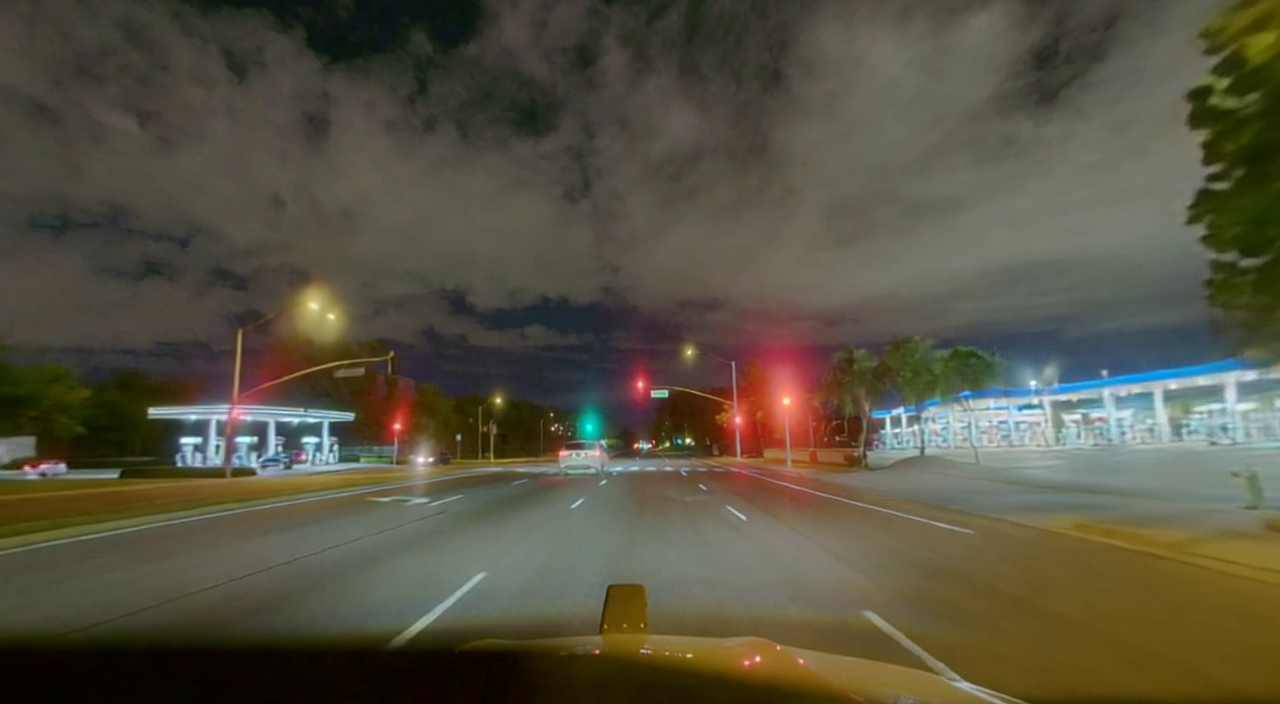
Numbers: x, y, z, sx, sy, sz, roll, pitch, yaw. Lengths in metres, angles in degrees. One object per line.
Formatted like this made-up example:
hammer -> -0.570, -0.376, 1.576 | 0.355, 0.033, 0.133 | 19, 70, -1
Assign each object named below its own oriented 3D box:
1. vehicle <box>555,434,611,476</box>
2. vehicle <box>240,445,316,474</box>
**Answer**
vehicle -> -2.518, 4.703, 28.946 | 2.011, 1.756, 4.478 | 0, -9, 2
vehicle -> -27.814, 8.271, 48.554 | 4.597, 1.952, 2.040 | -3, -7, -1
